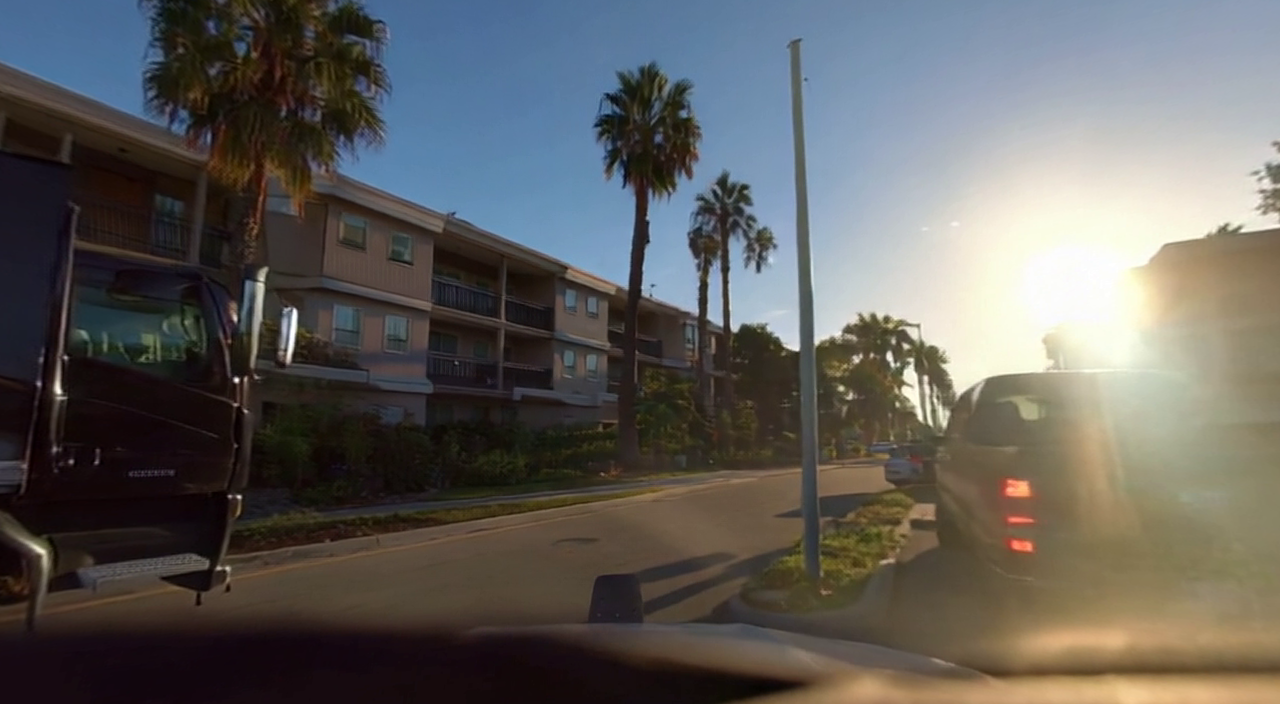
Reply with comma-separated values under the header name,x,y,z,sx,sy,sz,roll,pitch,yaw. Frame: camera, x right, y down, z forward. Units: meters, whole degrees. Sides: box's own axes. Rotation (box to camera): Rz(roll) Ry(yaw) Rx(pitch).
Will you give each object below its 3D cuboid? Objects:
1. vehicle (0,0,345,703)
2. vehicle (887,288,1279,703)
name,x,y,z,sx,sy,sz,roll,pitch,yaw
vehicle,-5.949,-0.425,0.701,2.998,3.659,10.517,-4,-10,25
vehicle,3.663,1.160,5.725,2.418,2.078,5.866,-3,-9,20
